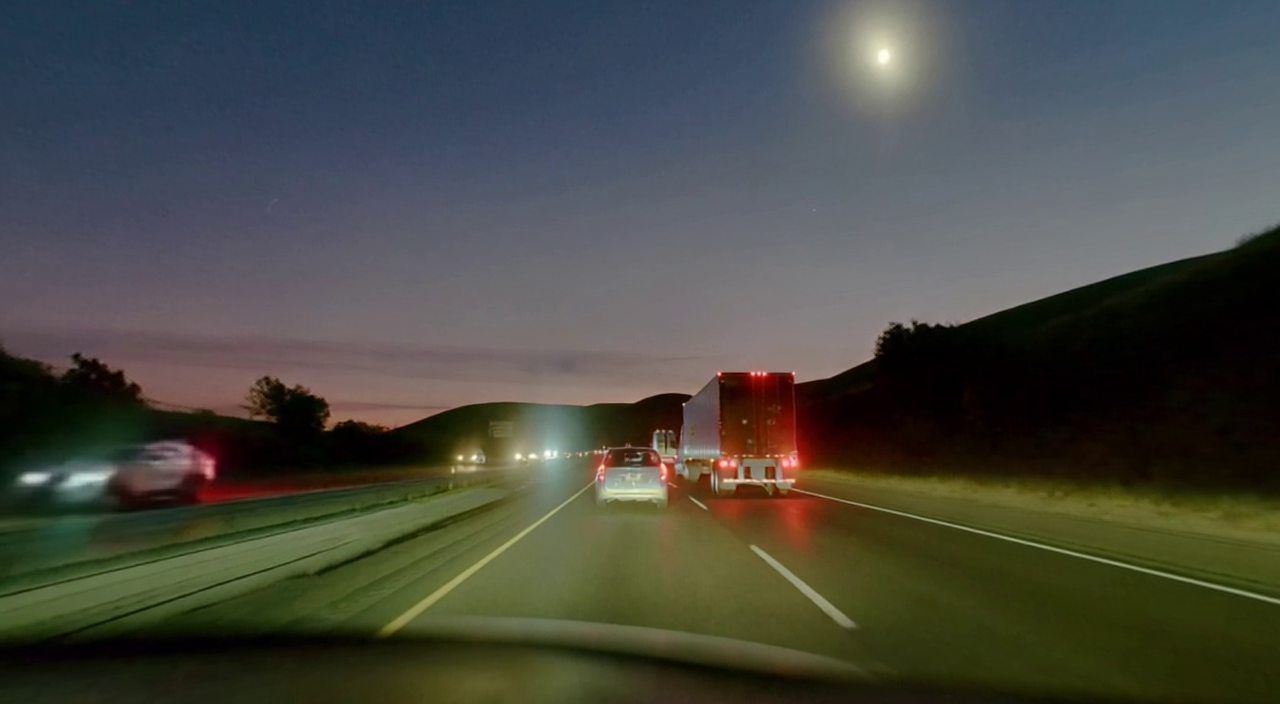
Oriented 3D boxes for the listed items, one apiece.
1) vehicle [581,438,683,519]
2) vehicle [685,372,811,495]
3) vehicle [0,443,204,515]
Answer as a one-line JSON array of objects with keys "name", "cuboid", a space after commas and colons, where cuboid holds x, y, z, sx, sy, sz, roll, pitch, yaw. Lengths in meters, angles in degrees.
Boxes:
[{"name": "vehicle", "cuboid": [-0.187, 2.911, 14.973, 2.109, 1.639, 3.768, 0, -9, -1]}, {"name": "vehicle", "cuboid": [4.069, 3.776, 27.954, 2.812, 4.024, 14.098, 0, -9, -1]}, {"name": "vehicle", "cuboid": [-12.803, 2.906, 14.907, 1.832, 1.430, 4.440, 0, -9, 0]}]
